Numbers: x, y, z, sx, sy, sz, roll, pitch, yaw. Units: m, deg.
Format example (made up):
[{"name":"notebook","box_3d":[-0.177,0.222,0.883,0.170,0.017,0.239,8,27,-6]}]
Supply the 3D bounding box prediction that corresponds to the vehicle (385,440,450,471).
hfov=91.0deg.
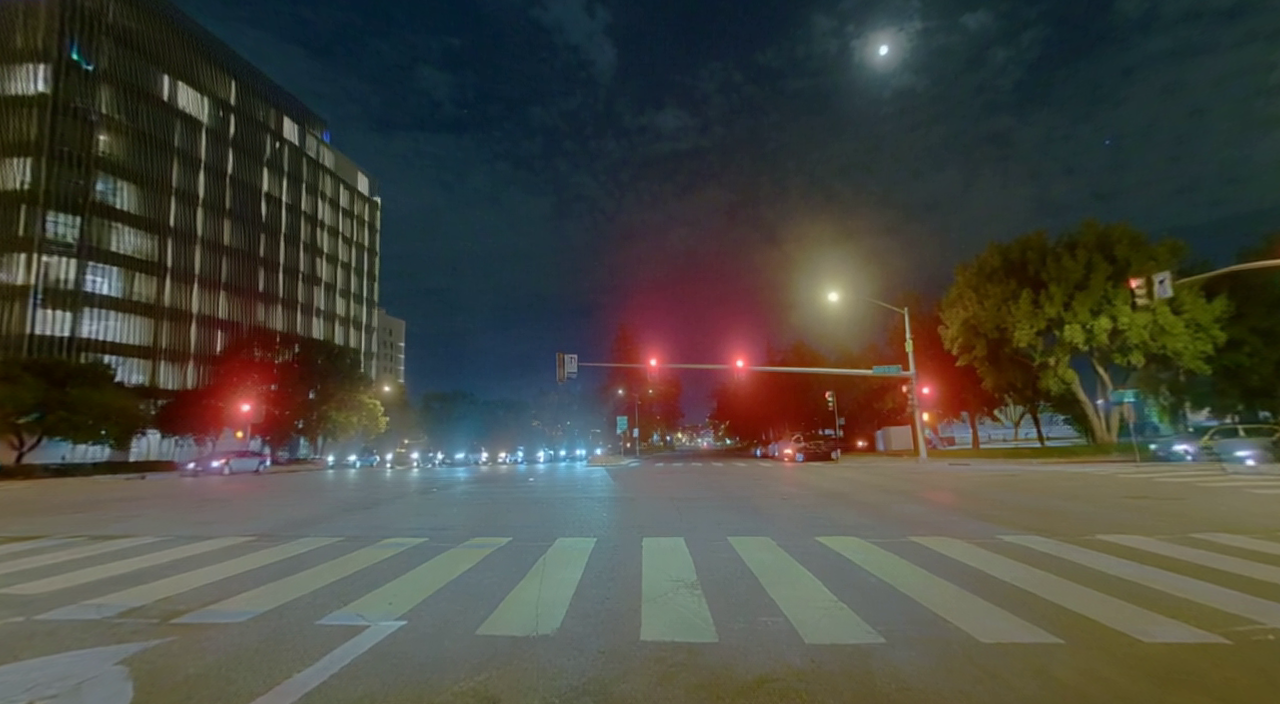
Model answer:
[{"name":"vehicle","box_3d":[-15.108,7.041,43.158,2.340,1.946,5.450,0,-9,2]}]

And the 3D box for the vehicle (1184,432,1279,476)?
[{"name":"vehicle","box_3d":[22.322,3.577,22.227,4.474,1.477,1.908,0,-9,-2]}]

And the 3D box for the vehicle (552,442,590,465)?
[{"name":"vehicle","box_3d":[-4.517,6.713,41.676,1.954,1.431,4.050,-1,-9,2]}]

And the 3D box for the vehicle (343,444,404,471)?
[{"name":"vehicle","box_3d":[-18.552,7.352,44.022,2.237,1.801,4.541,0,-9,1]}]

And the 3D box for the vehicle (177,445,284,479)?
[{"name":"vehicle","box_3d":[-23.581,6.311,36.505,2.032,1.839,4.884,-3,-9,18]}]

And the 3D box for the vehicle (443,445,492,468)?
[{"name":"vehicle","box_3d":[-11.625,7.069,42.691,1.911,1.476,4.297,-1,-9,2]}]

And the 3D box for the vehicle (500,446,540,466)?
[{"name":"vehicle","box_3d":[-8.087,7.009,42.610,1.910,1.321,3.692,0,-9,2]}]
